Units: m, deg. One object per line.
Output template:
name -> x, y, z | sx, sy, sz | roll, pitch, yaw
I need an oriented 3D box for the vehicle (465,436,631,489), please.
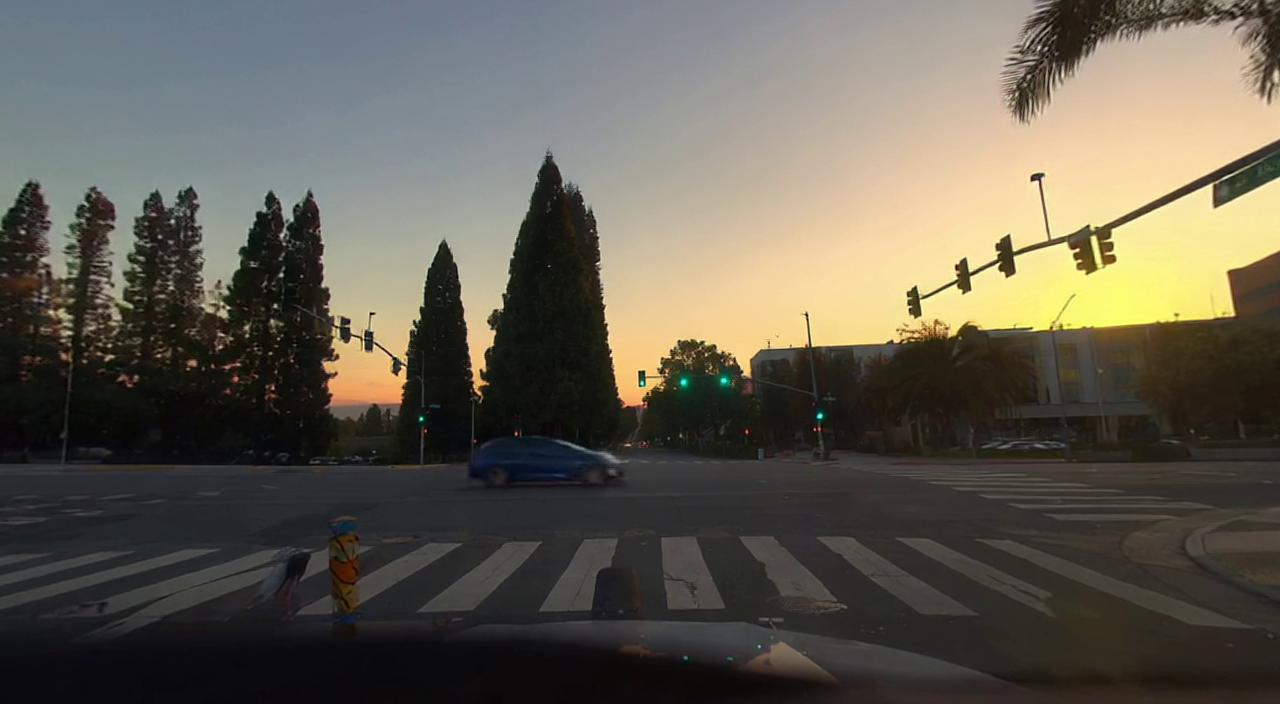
vehicle -> -2.628, 3.309, 19.003 | 4.698, 1.466, 1.883 | 0, -9, 0
